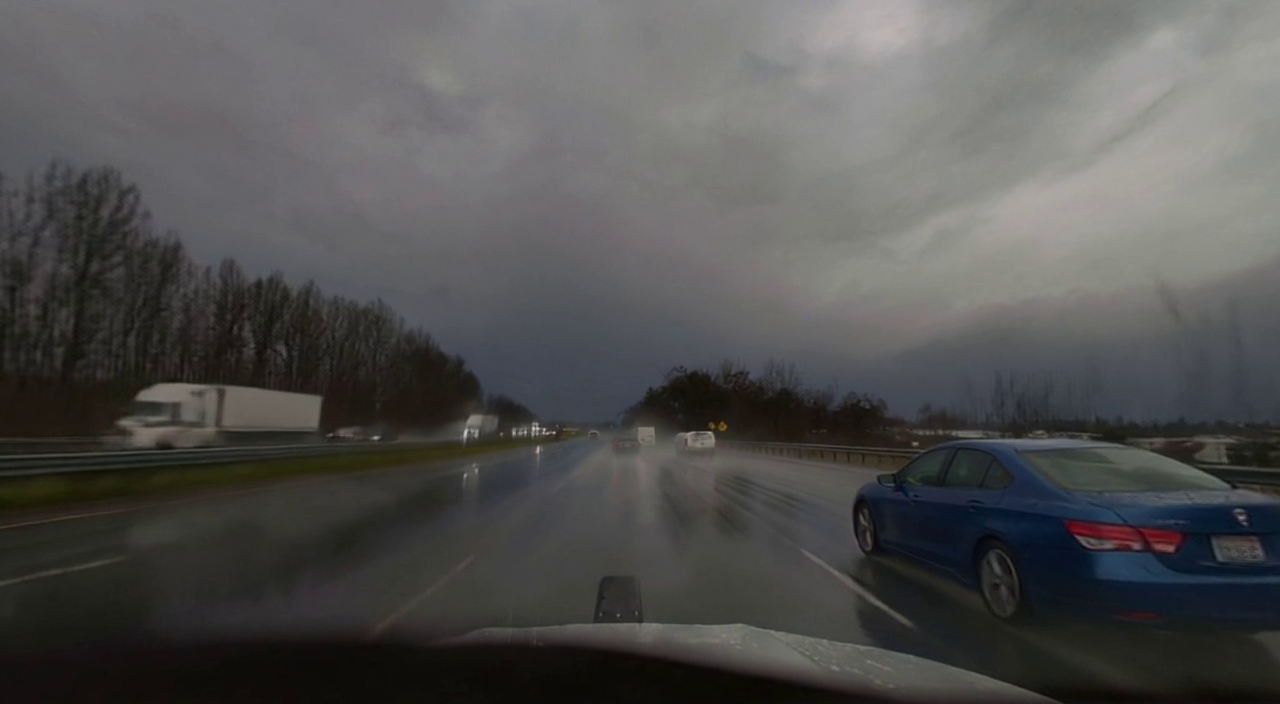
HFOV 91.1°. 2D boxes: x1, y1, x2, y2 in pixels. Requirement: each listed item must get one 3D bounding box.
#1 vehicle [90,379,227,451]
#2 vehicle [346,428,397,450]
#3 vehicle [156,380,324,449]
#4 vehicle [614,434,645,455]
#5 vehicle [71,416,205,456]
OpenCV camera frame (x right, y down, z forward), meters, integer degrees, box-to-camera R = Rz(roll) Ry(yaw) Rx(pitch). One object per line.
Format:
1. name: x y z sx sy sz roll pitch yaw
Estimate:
1. vehicle: -26.558 3.616 35.110 2.874 3.657 5.964 0 -7 -1
2. vehicle: -18.777 6.105 44.183 1.804 1.465 4.031 0 -8 -1
3. vehicle: -26.889 4.603 43.782 2.895 3.999 13.938 0 -8 -1
4. vehicle: -0.794 6.676 45.479 2.121 1.445 4.187 0 -8 -2
5. vehicle: -22.173 3.753 28.068 2.012 1.606 4.868 0 -8 -1
